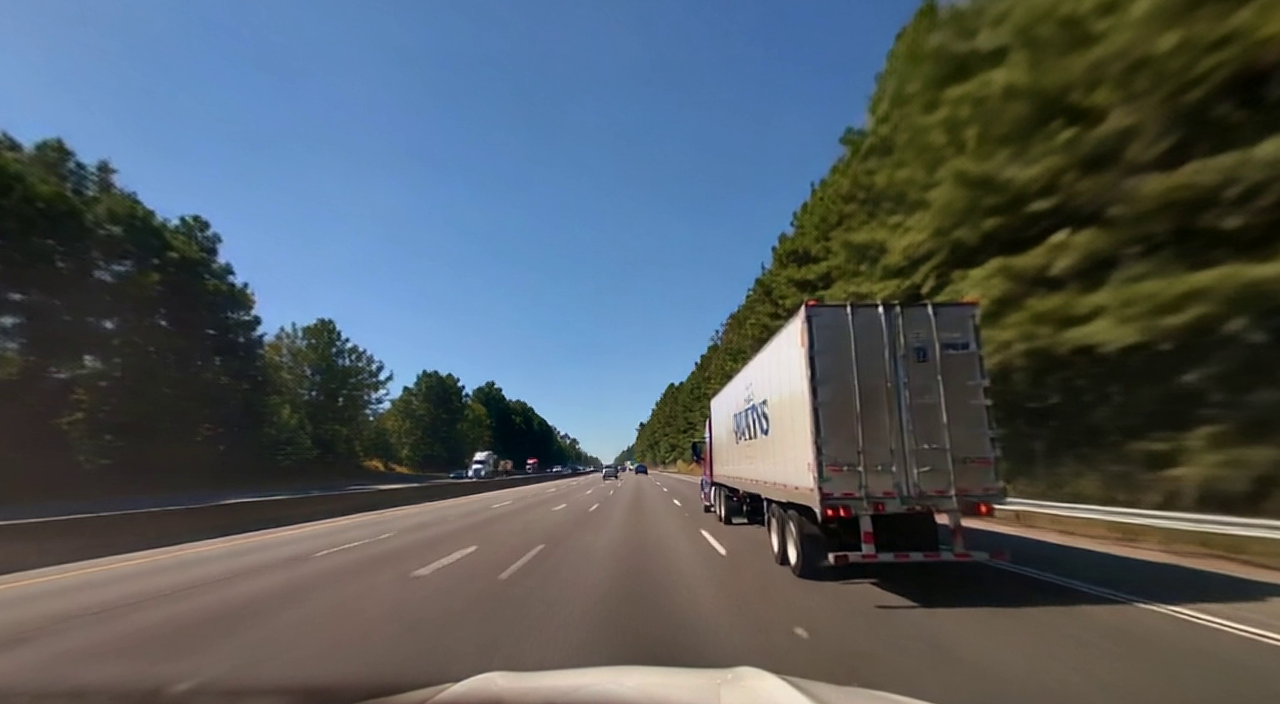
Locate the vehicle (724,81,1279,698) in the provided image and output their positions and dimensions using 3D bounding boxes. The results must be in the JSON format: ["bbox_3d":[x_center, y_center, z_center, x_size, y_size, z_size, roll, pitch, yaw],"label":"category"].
[{"bbox_3d":[3.446,1.034,9.363,2.871,4.032,10.642,1,-10,0],"label":"vehicle"}]
